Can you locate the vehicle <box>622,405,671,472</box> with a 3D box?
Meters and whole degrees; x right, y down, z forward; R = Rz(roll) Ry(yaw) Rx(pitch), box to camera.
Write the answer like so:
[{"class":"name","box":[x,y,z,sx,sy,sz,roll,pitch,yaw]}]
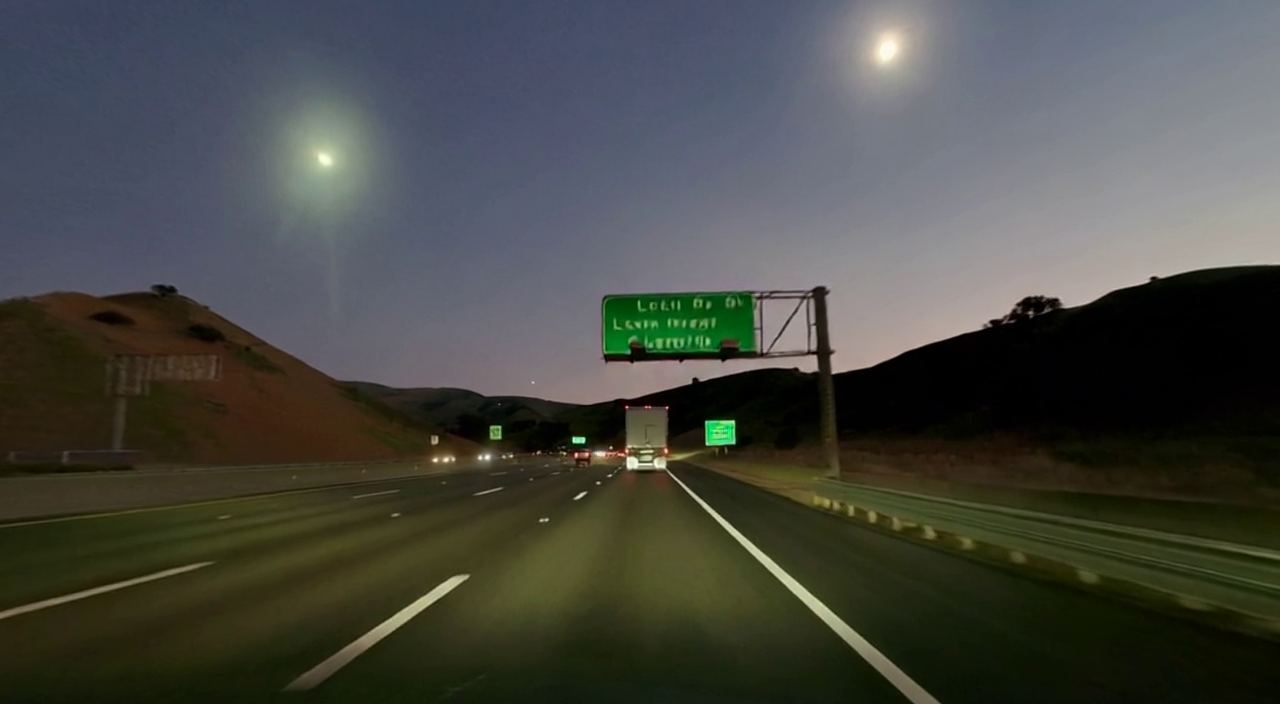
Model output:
[{"class":"vehicle","box":[0.538,6.272,44.975,3.039,4.131,11.822,0,-9,2]}]
